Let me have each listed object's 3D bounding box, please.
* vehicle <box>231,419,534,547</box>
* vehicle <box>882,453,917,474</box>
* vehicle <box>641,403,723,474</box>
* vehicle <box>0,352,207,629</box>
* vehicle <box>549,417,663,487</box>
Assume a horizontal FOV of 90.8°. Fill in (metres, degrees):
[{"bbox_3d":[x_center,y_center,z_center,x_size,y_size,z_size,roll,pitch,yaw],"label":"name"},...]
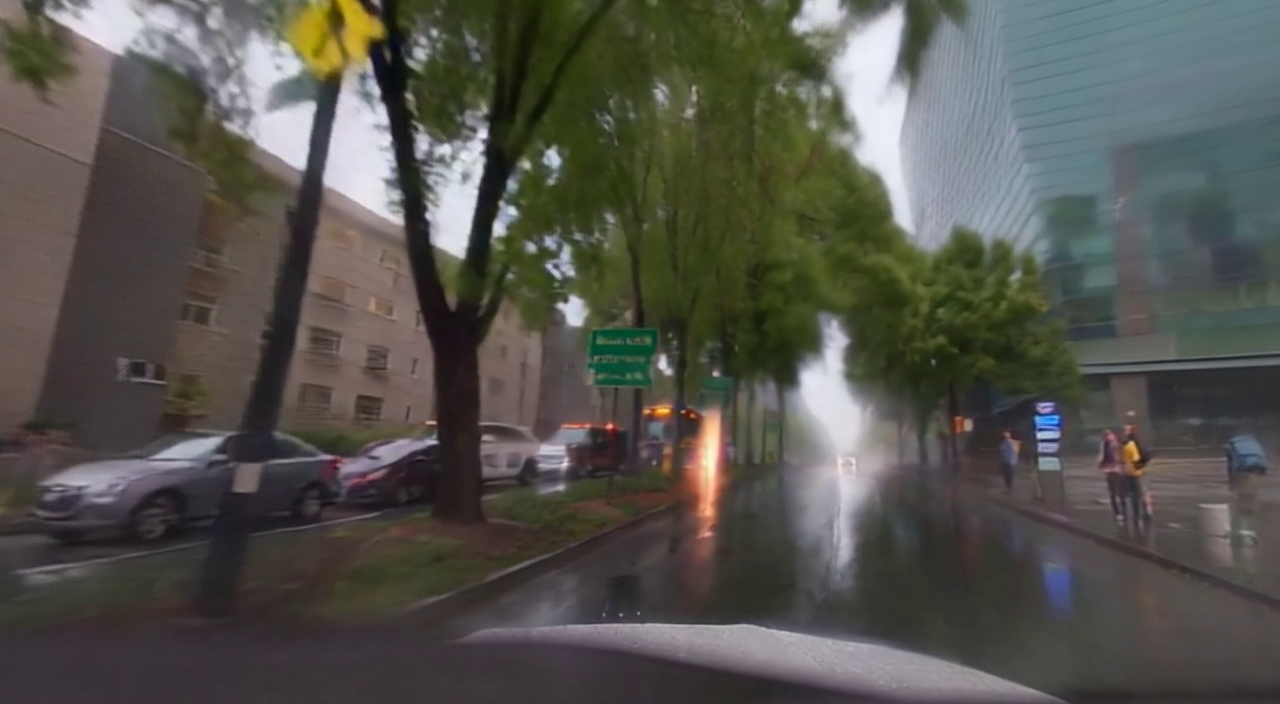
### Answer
[{"bbox_3d":[-3.571,1.919,9.938,1.826,1.488,4.628,-3,-9,17],"label":"vehicle"},{"bbox_3d":[20.013,8.582,48.850,1.888,1.536,4.381,-2,-9,15],"label":"vehicle"},{"bbox_3d":[1.958,3.769,27.255,2.268,2.708,5.699,-3,-9,17],"label":"vehicle"},{"bbox_3d":[-5.508,0.794,3.434,2.053,1.798,4.841,-3,-9,17],"label":"vehicle"},{"bbox_3d":[-0.864,3.049,19.328,1.988,1.855,4.599,-3,-9,17],"label":"vehicle"}]
